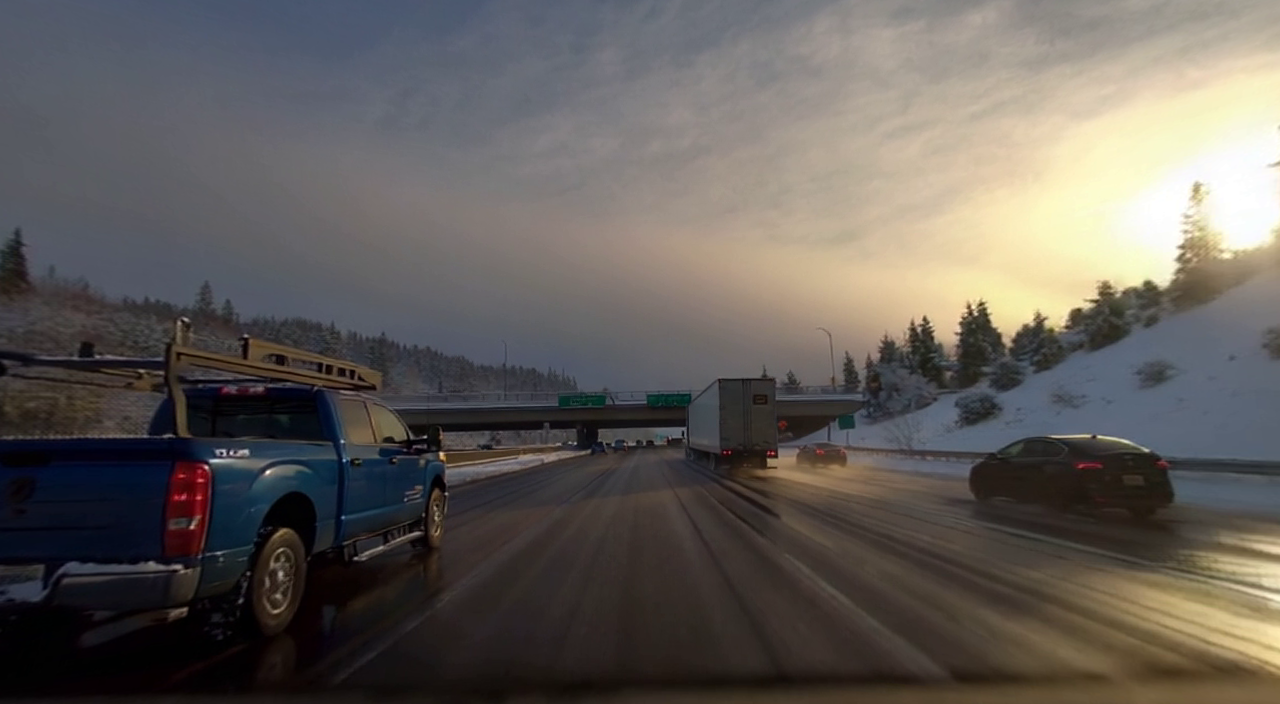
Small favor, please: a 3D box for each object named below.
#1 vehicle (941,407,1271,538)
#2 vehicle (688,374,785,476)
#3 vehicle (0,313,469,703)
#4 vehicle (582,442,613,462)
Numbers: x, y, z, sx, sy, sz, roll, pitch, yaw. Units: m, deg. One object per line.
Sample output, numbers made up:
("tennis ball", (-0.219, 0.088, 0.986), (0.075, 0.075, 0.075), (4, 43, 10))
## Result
("vehicle", (7.264, 1.926, 10.675), (1.999, 1.700, 4.640), (0, -8, 0))
("vehicle", (4.361, 3.851, 31.744), (2.885, 4.036, 12.891), (0, -8, 0))
("vehicle", (-3.870, 1.277, 6.241), (2.599, 2.054, 6.288), (0, -8, 0))
("vehicle", (-3.216, 7.634, 48.325), (2.077, 1.446, 4.106), (0, -8, 1))
